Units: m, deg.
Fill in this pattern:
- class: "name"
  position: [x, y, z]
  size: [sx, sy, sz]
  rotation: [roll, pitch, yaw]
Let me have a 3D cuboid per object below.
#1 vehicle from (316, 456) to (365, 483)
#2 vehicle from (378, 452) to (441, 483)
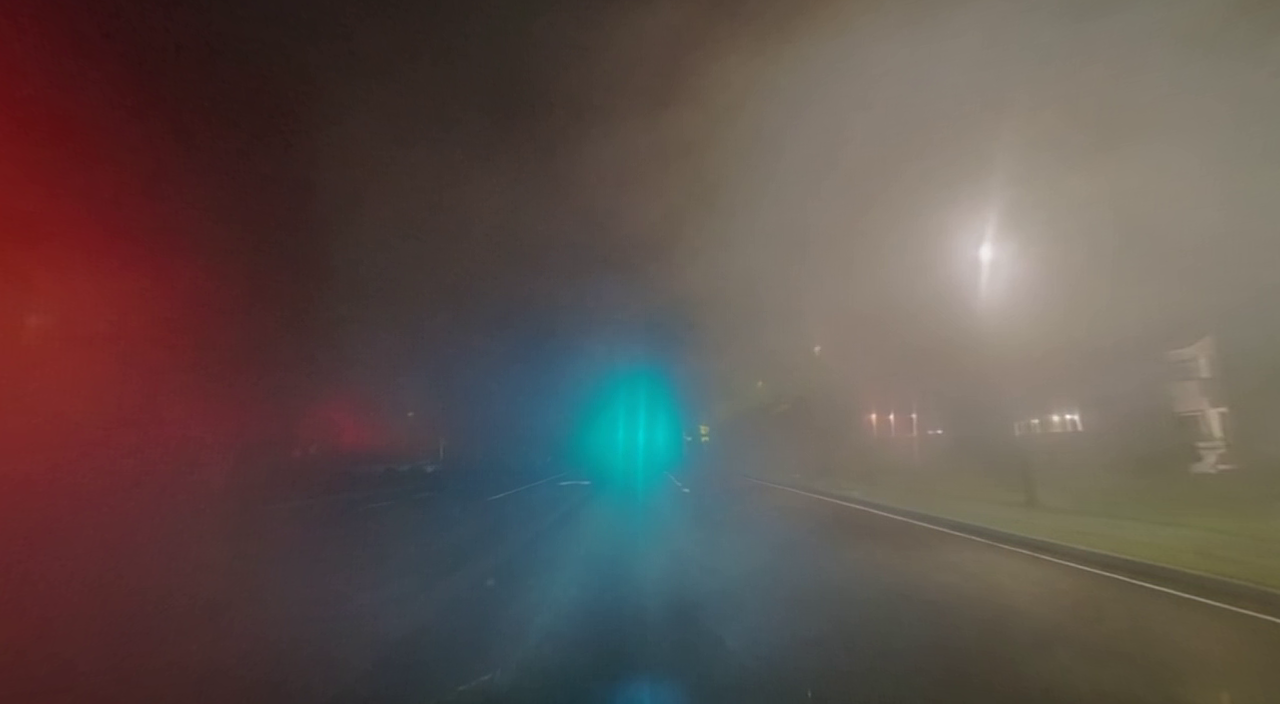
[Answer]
- class: "vehicle"
  position: [-19.205, 7.512, 40.534]
  size: [2.012, 1.572, 3.830]
  rotation: [1, -9, -13]
- class: "vehicle"
  position: [-14.180, 7.102, 39.035]
  size: [2.199, 1.592, 4.492]
  rotation: [-4, -8, 1]
